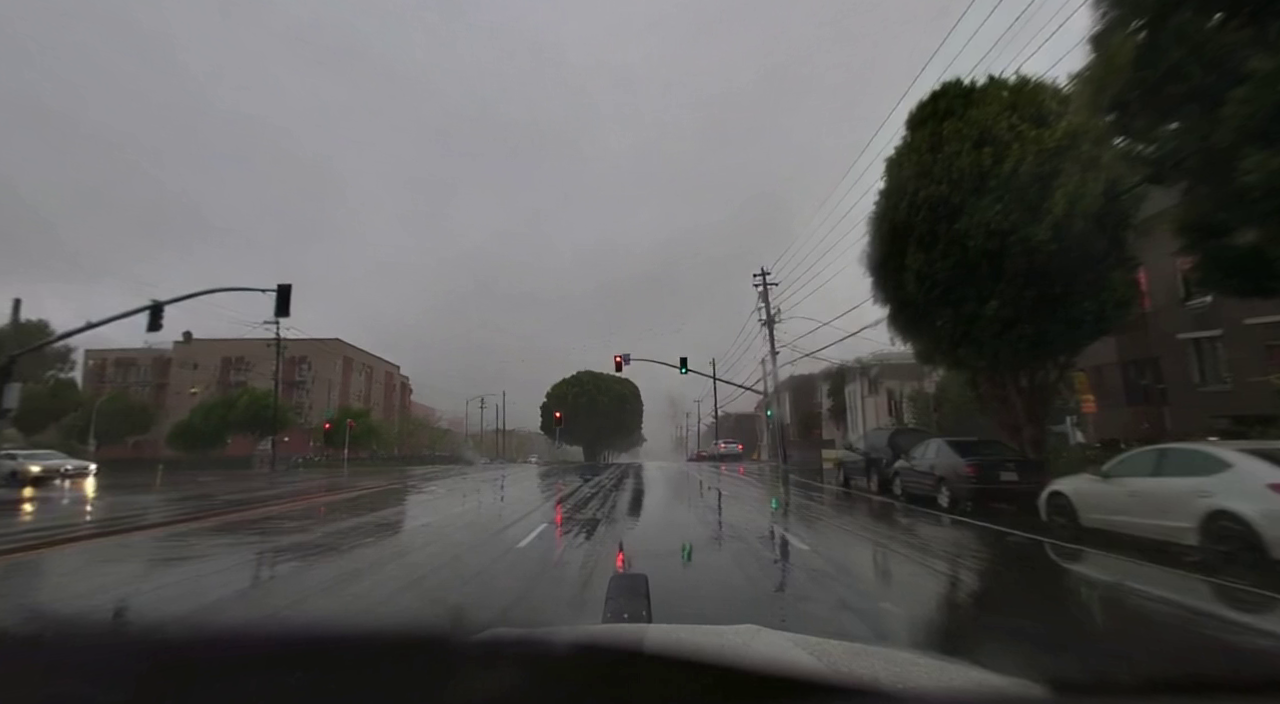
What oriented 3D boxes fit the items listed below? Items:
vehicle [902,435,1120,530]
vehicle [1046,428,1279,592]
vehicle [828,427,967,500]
[{"bbox_3d":[6.831,2.411,12.213,1.796,1.512,4.016,0,-9,1],"label":"vehicle"},{"bbox_3d":[6.869,1.622,6.890,1.848,1.499,4.562,0,-8,1],"label":"vehicle"},{"bbox_3d":[6.939,3.044,17.608,1.988,1.740,4.498,0,-9,1],"label":"vehicle"}]
